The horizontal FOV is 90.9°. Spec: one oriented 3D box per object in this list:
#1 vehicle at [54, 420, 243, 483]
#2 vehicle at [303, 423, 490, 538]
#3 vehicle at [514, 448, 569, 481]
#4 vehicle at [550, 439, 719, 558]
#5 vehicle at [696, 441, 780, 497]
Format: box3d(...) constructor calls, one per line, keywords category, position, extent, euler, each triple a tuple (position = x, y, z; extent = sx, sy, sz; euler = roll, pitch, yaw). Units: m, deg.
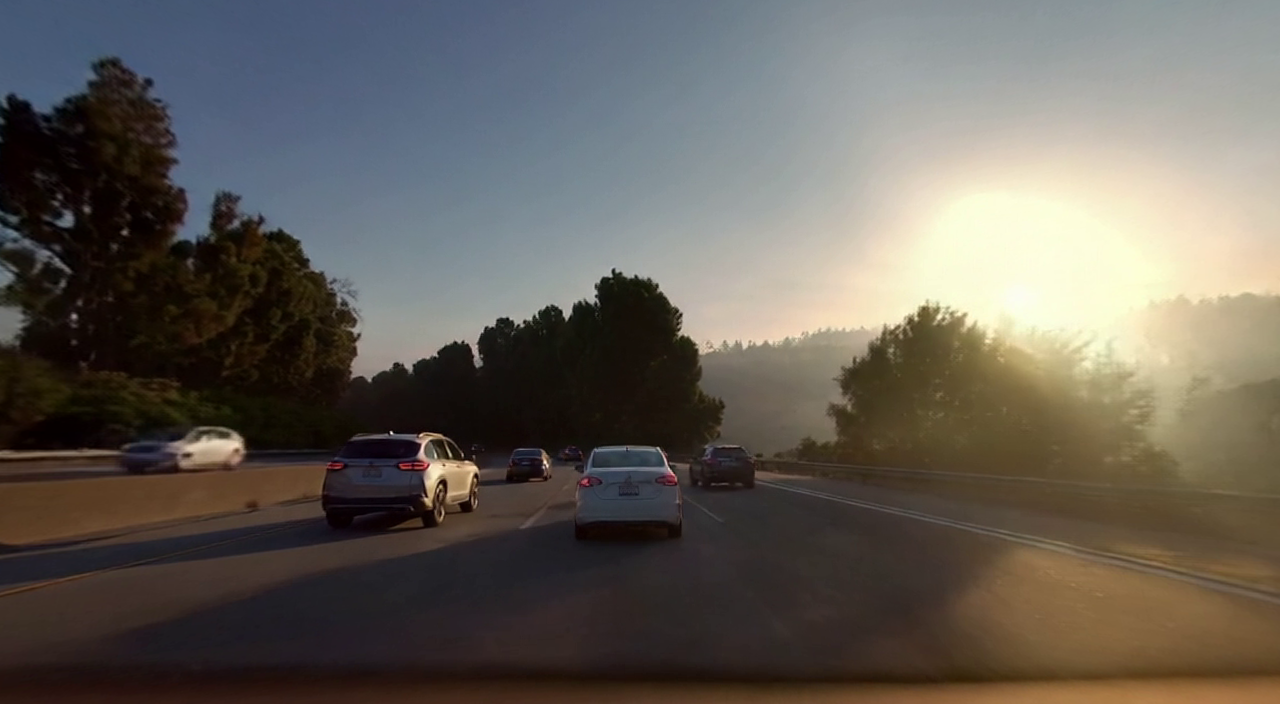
box3d(category="vehicle", position=(-12.842, 2.652, 16.870), extent=(1.798, 1.462, 4.069), euler=(0, -9, -1))
box3d(category="vehicle", position=(-4.127, 2.238, 11.519), extent=(1.830, 1.703, 4.142), euler=(0, -9, -2))
box3d(category="vehicle", position=(-4.704, 5.414, 30.627), extent=(2.122, 1.491, 3.800), euler=(0, -9, -1))
box3d(category="vehicle", position=(-0.131, 2.181, 10.110), extent=(2.120, 1.478, 4.179), euler=(0, -9, -2))
box3d(category="vehicle", position=(3.176, 3.888, 21.353), extent=(1.996, 1.688, 4.207), euler=(0, -9, -2))
